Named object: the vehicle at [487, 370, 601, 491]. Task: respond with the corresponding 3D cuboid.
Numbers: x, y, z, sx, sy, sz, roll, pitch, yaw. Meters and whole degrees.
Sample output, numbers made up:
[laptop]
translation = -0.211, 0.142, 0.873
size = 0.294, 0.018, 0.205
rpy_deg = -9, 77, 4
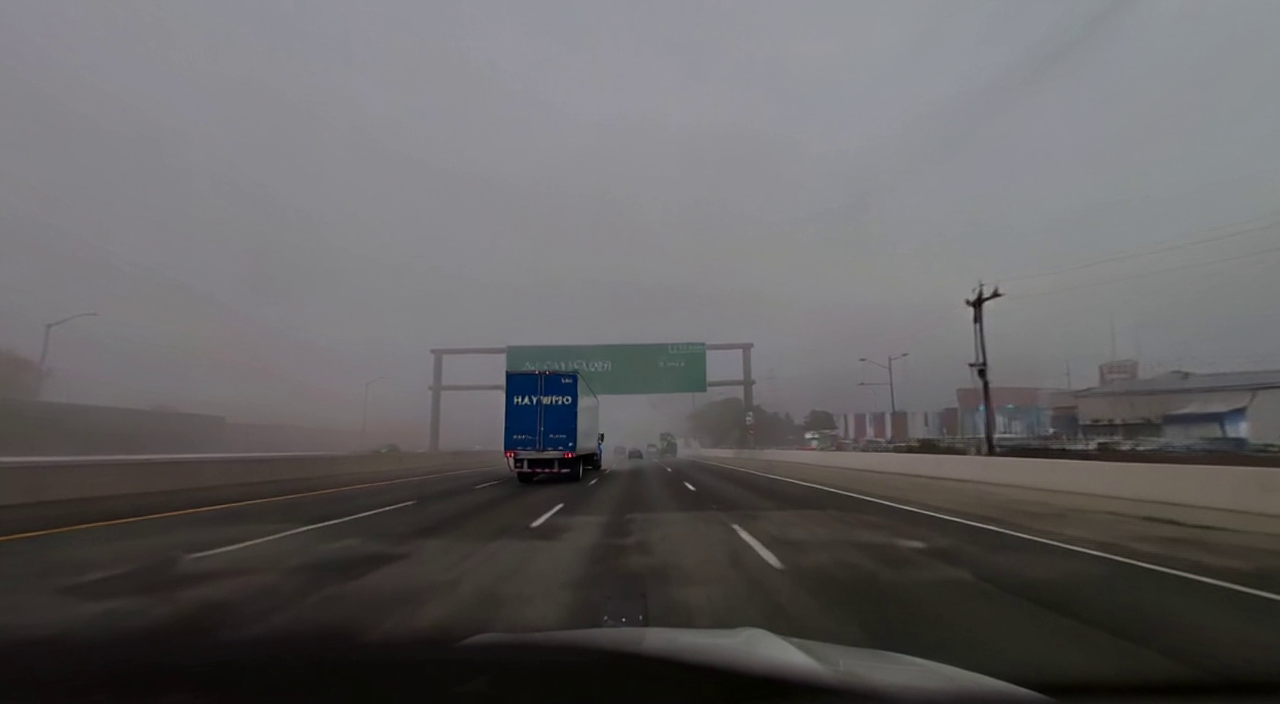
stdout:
[vehicle]
translation = -3.549, 3.204, 26.151
size = 2.977, 4.048, 8.890
rpy_deg = 2, -7, 2
